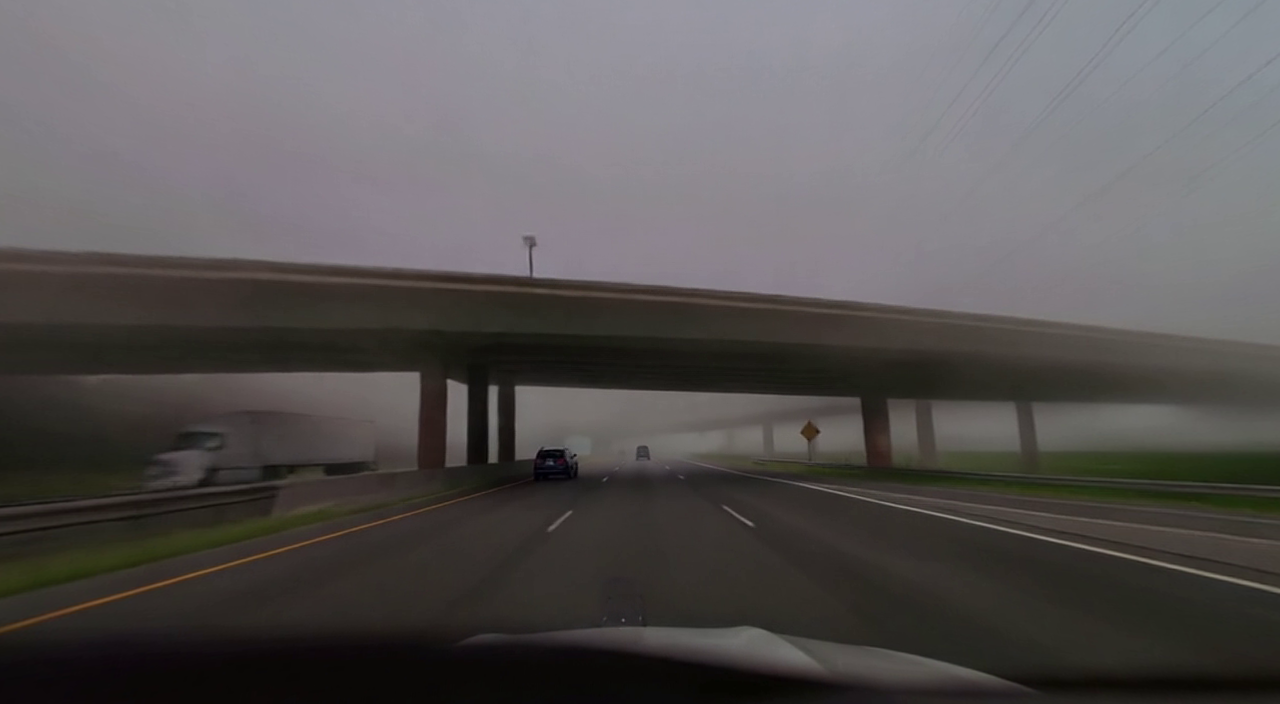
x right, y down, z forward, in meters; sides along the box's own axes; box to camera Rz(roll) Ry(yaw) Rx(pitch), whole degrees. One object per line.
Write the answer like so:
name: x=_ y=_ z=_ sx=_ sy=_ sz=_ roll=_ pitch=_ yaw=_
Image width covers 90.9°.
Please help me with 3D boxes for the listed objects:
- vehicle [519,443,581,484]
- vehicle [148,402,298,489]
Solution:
vehicle: x=-3.681 y=4.664 z=26.546 sx=1.924 sy=1.550 sz=4.165 roll=0 pitch=-9 yaw=1
vehicle: x=-19.991 y=4.581 z=30.795 sx=2.948 sy=3.804 sz=6.105 roll=0 pitch=-9 yaw=0
